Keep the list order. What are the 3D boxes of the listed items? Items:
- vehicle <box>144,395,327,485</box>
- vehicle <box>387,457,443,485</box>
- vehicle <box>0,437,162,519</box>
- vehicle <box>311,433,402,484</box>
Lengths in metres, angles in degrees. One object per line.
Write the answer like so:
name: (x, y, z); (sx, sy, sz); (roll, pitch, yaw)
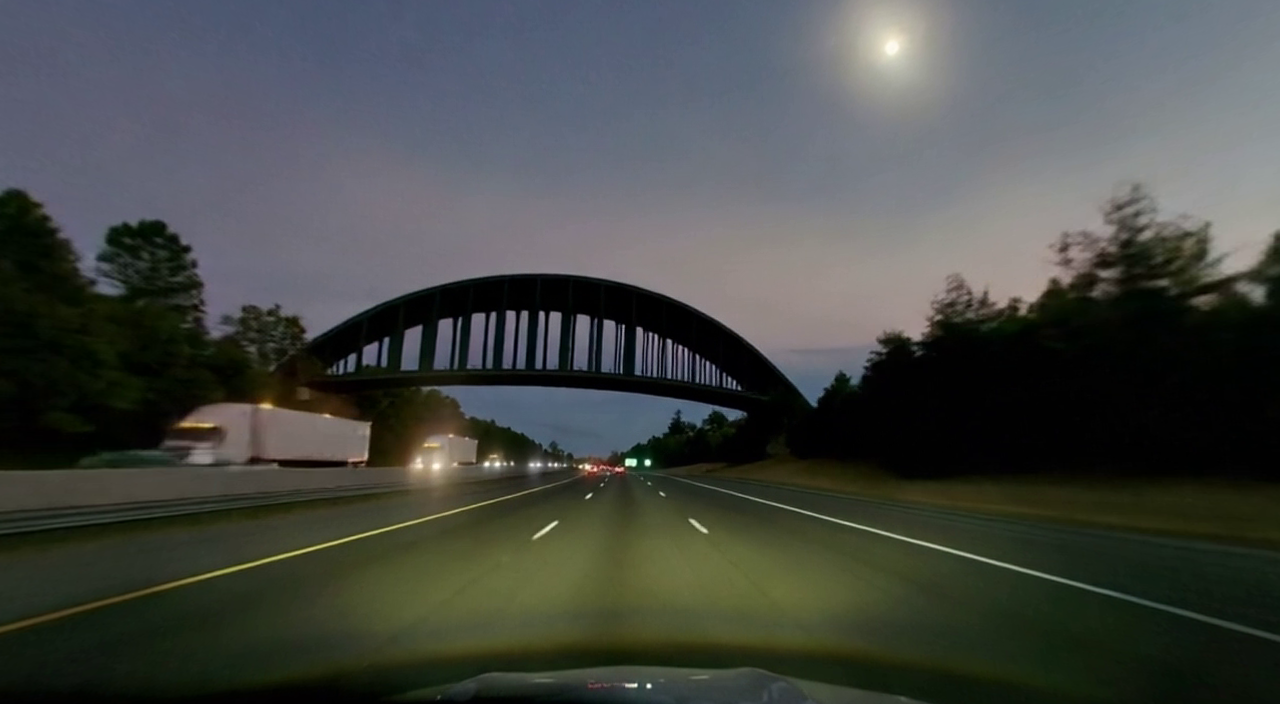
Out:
vehicle: (-20.565, 4.843, 33.196); (2.999, 3.993, 10.054); (1, -11, -1)
vehicle: (-12.810, 6.835, 36.176); (1.816, 1.455, 3.883); (1, -10, -1)
vehicle: (-12.902, 2.619, 13.261); (1.965, 1.509, 4.731); (1, -10, -1)
vehicle: (-16.569, 6.349, 37.366); (2.232, 2.669, 6.947); (1, -10, -1)
